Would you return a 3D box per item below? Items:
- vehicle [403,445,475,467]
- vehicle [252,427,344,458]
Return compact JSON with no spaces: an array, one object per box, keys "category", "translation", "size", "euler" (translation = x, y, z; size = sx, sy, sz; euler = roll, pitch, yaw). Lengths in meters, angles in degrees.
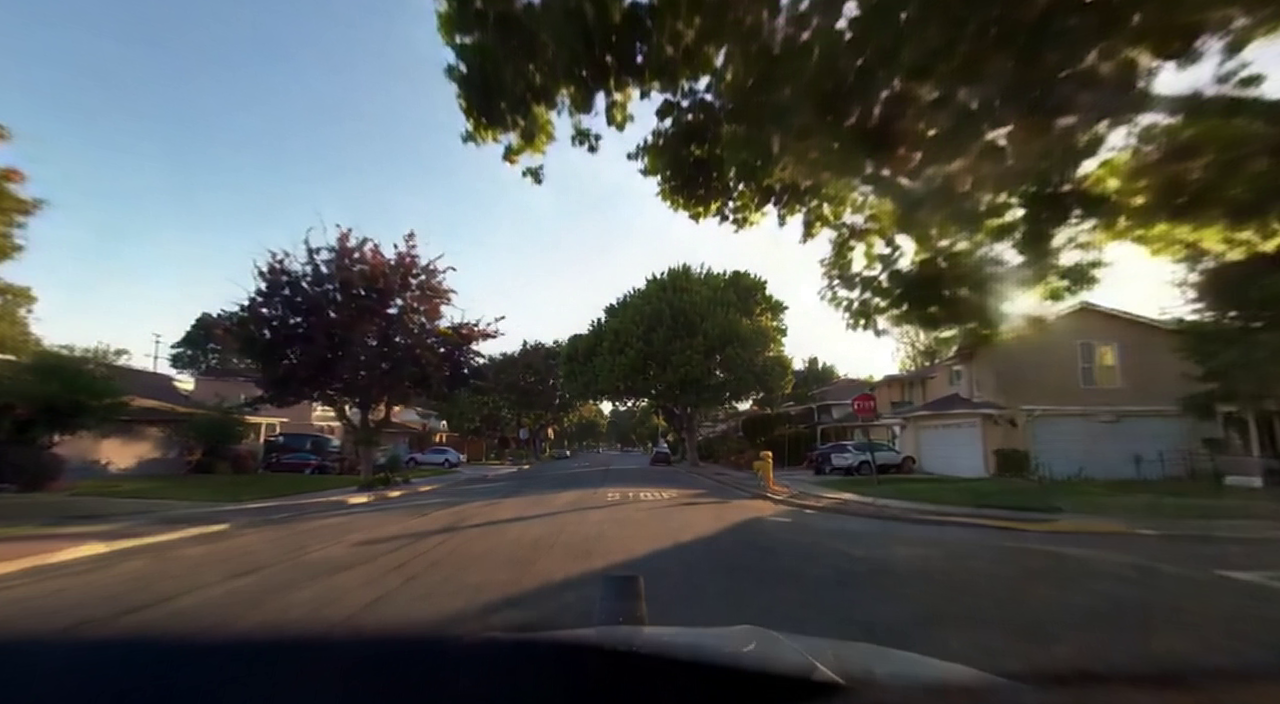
[{"category":"vehicle","translation":[-14.394,7.451,45.530],"size":[4.572,1.522,1.999],"euler":[1,-9,-5]},{"category":"vehicle","translation":[-19.207,5.124,35.603],"size":[4.093,1.661,1.765],"euler":[0,-9,-6]}]
